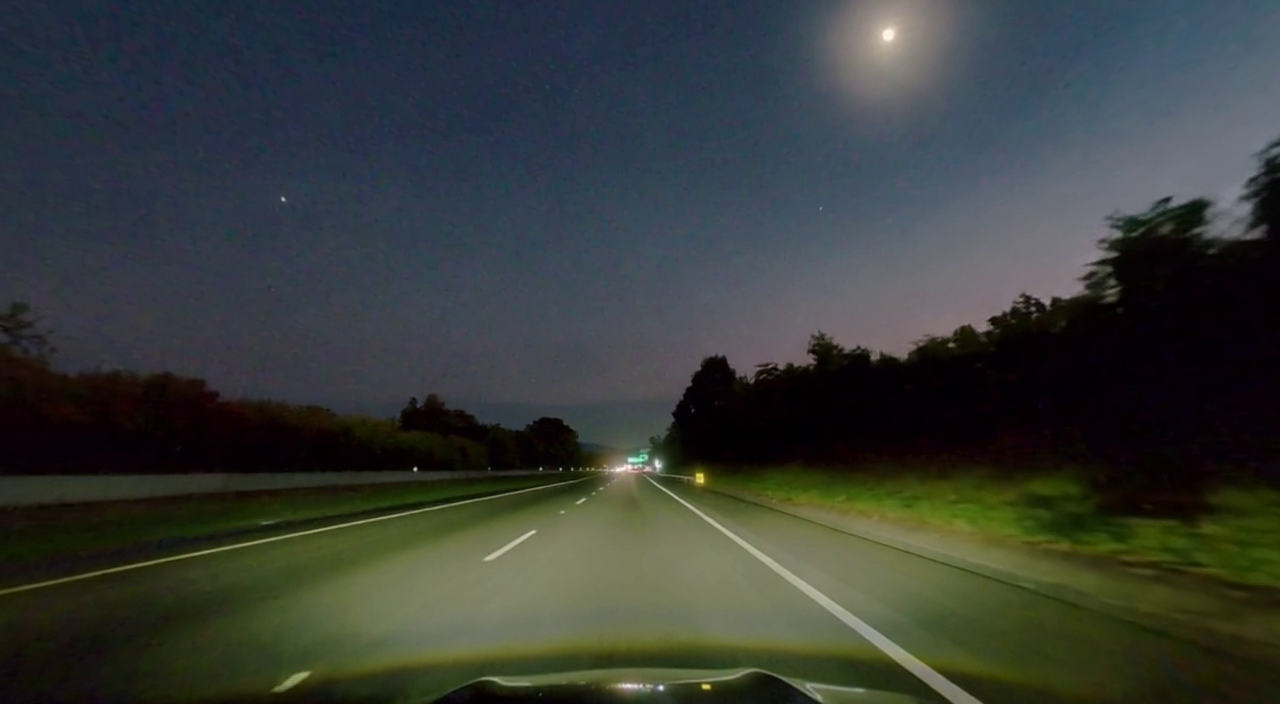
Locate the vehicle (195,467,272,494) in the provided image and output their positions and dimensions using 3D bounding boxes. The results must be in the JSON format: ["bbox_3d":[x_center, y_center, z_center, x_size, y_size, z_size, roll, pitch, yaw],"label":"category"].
[{"bbox_3d":[-23.871,7.531,37.145,1.763,1.441,4.230,1,-11,-2],"label":"vehicle"}]
